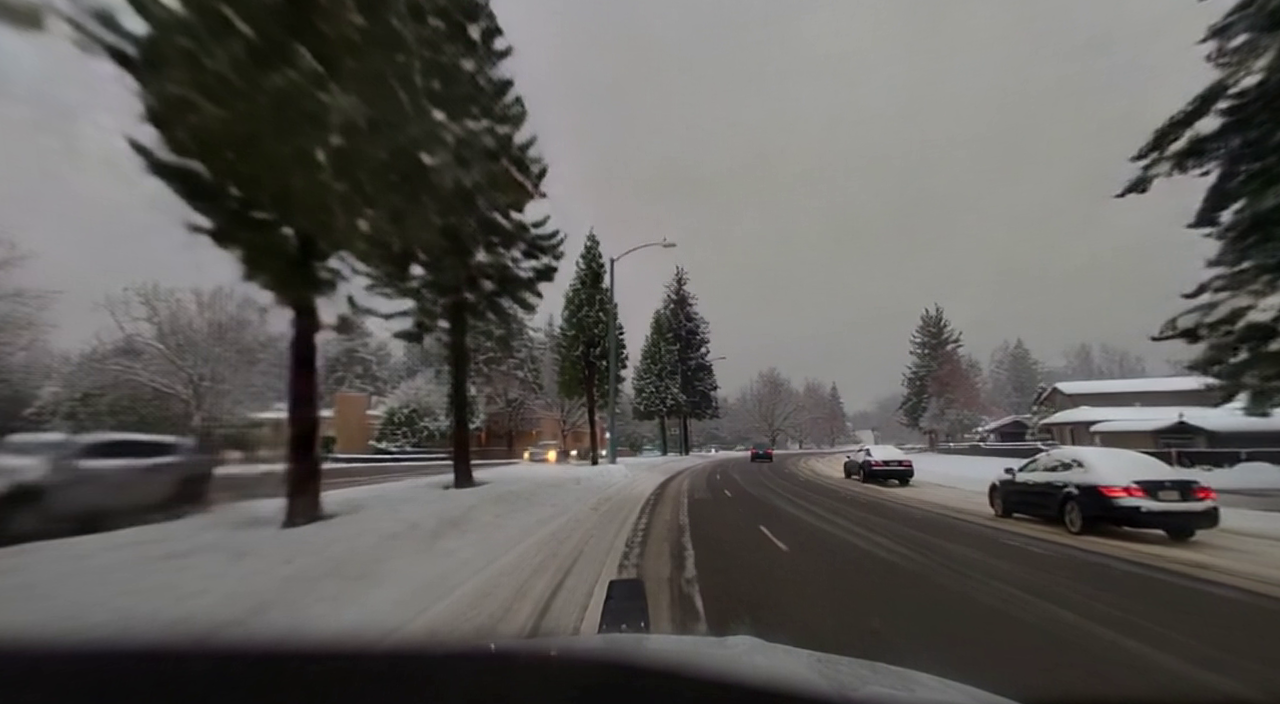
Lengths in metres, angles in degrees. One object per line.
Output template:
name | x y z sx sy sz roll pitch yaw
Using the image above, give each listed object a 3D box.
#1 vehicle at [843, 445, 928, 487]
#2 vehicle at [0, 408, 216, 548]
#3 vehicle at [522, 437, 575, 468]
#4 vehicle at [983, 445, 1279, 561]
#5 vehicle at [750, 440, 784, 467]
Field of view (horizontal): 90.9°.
vehicle | 9.360 4.355 24.429 1.855 1.444 4.389 -1 -8 5
vehicle | -8.570 1.673 8.697 2.126 1.637 4.509 -1 -8 3
vehicle | -5.525 6.161 38.819 2.024 1.729 4.371 -1 -8 9
vehicle | 7.466 2.182 9.992 1.783 1.386 4.433 -1 -8 3
vehicle | 8.246 6.605 41.130 1.991 1.684 4.127 -1 -8 9
